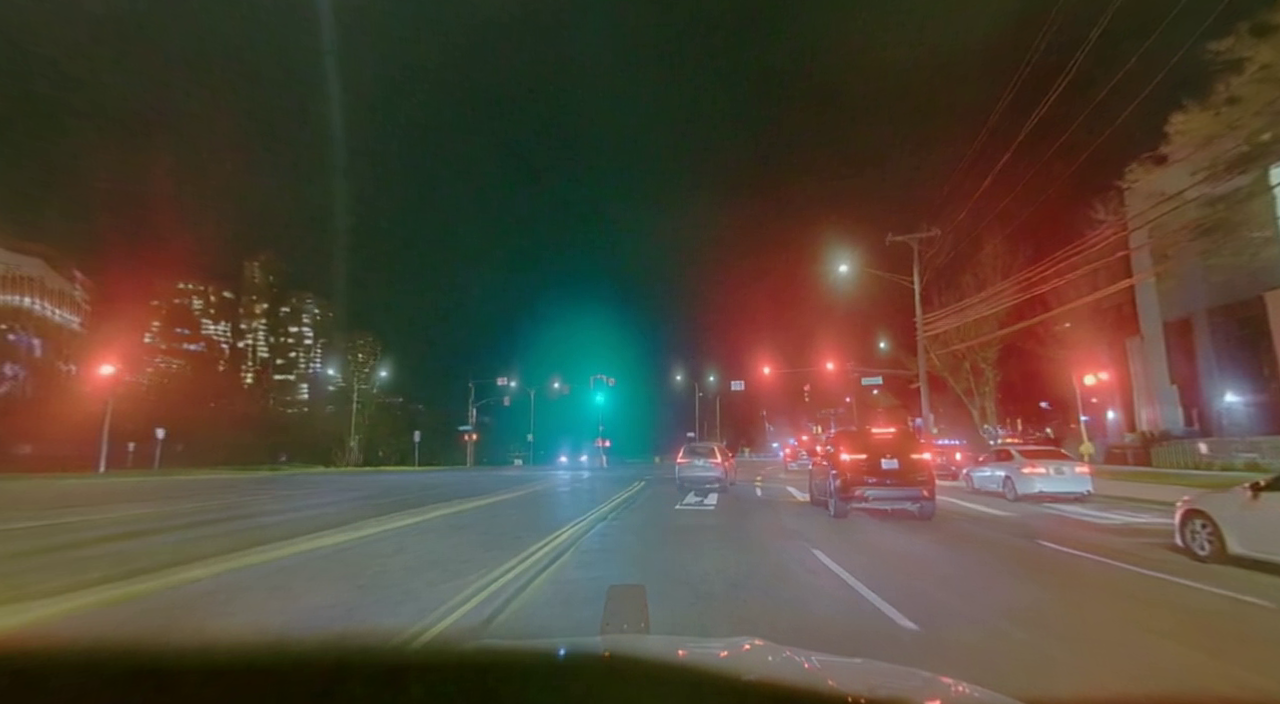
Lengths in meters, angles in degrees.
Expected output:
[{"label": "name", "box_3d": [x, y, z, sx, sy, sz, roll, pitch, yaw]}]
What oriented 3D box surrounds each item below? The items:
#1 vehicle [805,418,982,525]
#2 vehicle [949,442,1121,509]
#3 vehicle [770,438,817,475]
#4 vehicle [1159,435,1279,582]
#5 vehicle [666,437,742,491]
[{"label": "vehicle", "box_3d": [4.966, 2.399, 13.257, 2.119, 1.810, 4.848, -1, -8, 6]}, {"label": "vehicle", "box_3d": [9.970, 3.111, 16.437, 1.882, 1.463, 4.543, -1, -8, 6]}, {"label": "vehicle", "box_3d": [7.248, 4.953, 30.116, 1.896, 1.612, 4.203, -1, -9, 10]}, {"label": "vehicle", "box_3d": [7.379, 1.465, 5.576, 1.866, 1.471, 4.478, 0, -8, 2]}, {"label": "vehicle", "box_3d": [2.187, 3.577, 20.529, 2.168, 1.527, 4.174, -1, -9, 10]}]
